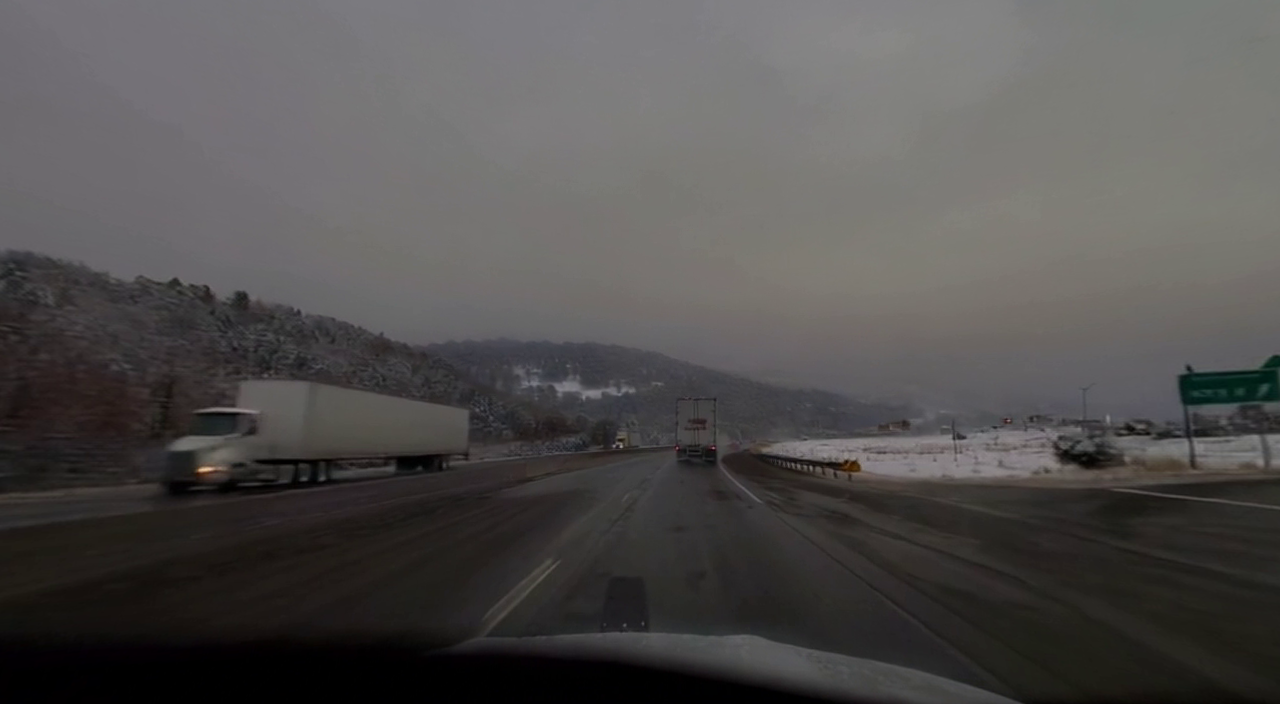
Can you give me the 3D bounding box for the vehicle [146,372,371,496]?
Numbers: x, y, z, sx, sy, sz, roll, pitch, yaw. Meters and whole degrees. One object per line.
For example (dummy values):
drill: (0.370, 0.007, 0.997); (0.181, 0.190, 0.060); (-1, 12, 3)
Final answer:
vehicle: (-14.389, 3.323, 25.061); (3.008, 4.037, 8.612); (-1, -9, 4)
